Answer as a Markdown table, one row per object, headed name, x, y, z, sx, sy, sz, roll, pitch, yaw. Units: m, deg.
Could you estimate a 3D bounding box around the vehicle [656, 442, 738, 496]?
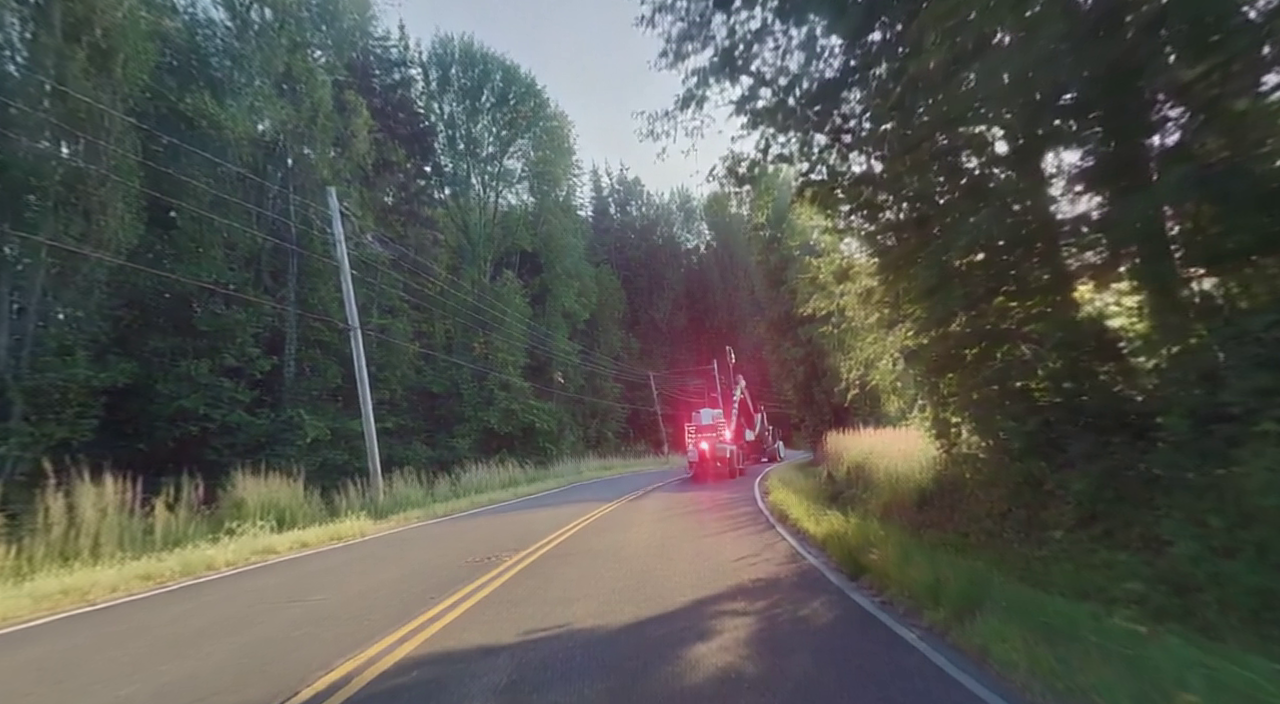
| name | x | y | z | sx | sy | sz | roll | pitch | yaw |
| --- | --- | --- | --- | --- | --- | --- | --- | --- | --- |
| vehicle | 1.875 | 3.537 | 19.432 | 2.196 | 1.465 | 4.294 | -1 | -9 | 9 |
